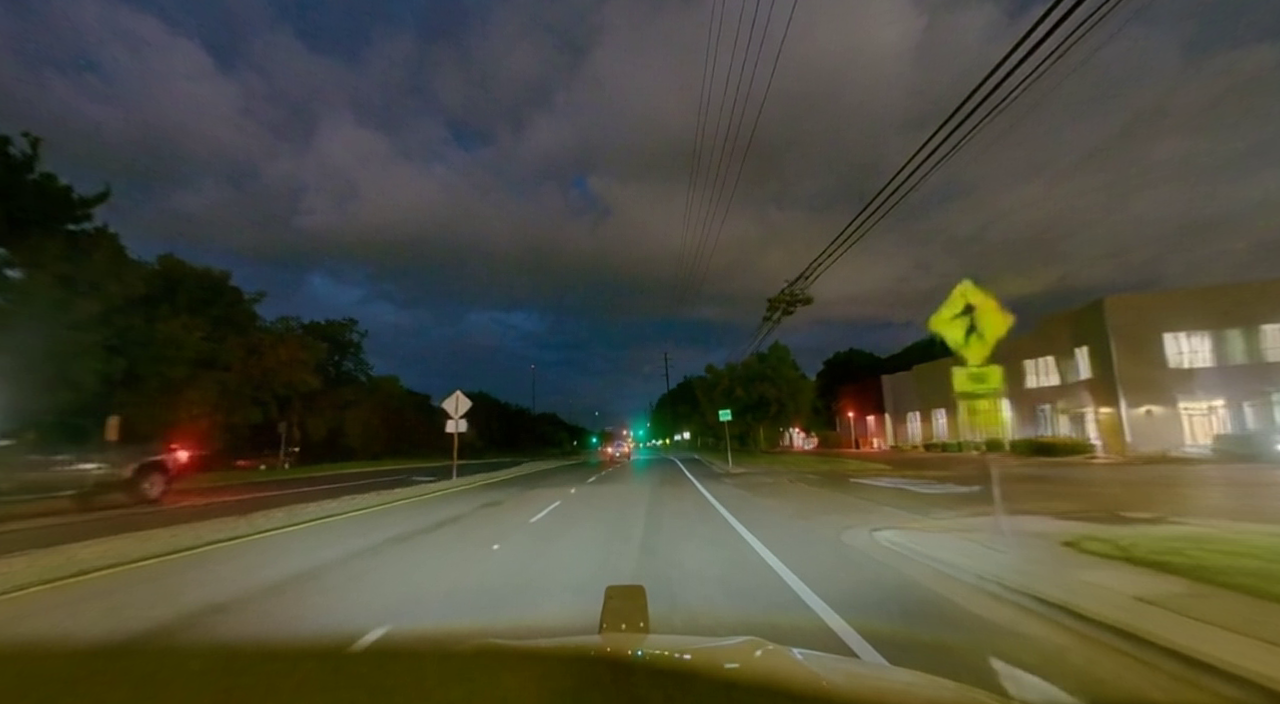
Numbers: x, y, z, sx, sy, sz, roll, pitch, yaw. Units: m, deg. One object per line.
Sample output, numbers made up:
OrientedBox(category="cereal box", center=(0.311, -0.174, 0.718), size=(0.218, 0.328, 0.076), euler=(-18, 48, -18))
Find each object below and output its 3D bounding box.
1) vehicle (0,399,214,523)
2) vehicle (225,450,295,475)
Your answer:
OrientedBox(category="vehicle", center=(-12.961, 2.288, 13.550), size=(2.798, 2.249, 6.296), euler=(-1, -8, 5))
OrientedBox(category="vehicle", center=(-24.949, 7.256, 41.526), size=(1.805, 1.461, 4.321), euler=(0, -8, 2))
